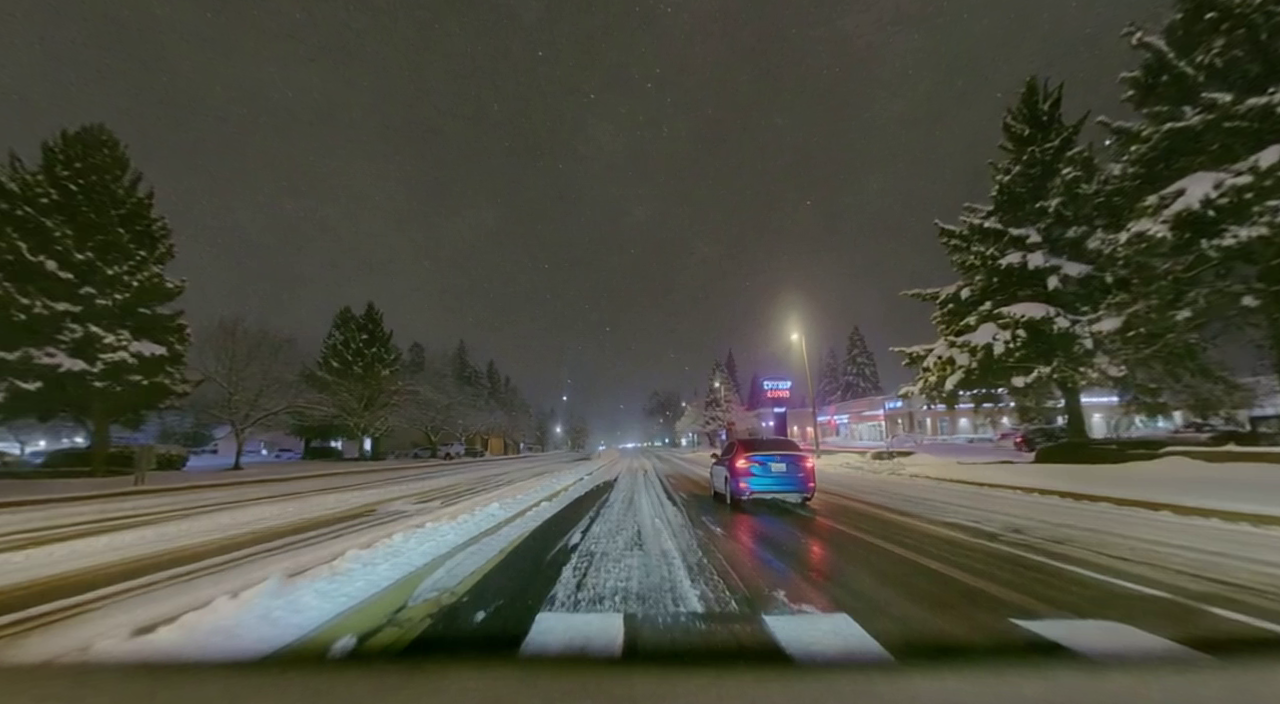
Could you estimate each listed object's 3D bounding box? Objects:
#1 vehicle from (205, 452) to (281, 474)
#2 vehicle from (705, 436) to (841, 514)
[{"bbox_3d":[-27.502,7.693,43.752,4.294,1.417,1.802,5,-10,-29],"label":"vehicle"},{"bbox_3d":[2.806,2.708,14.421,2.015,1.479,4.444,0,-9,-2],"label":"vehicle"}]
